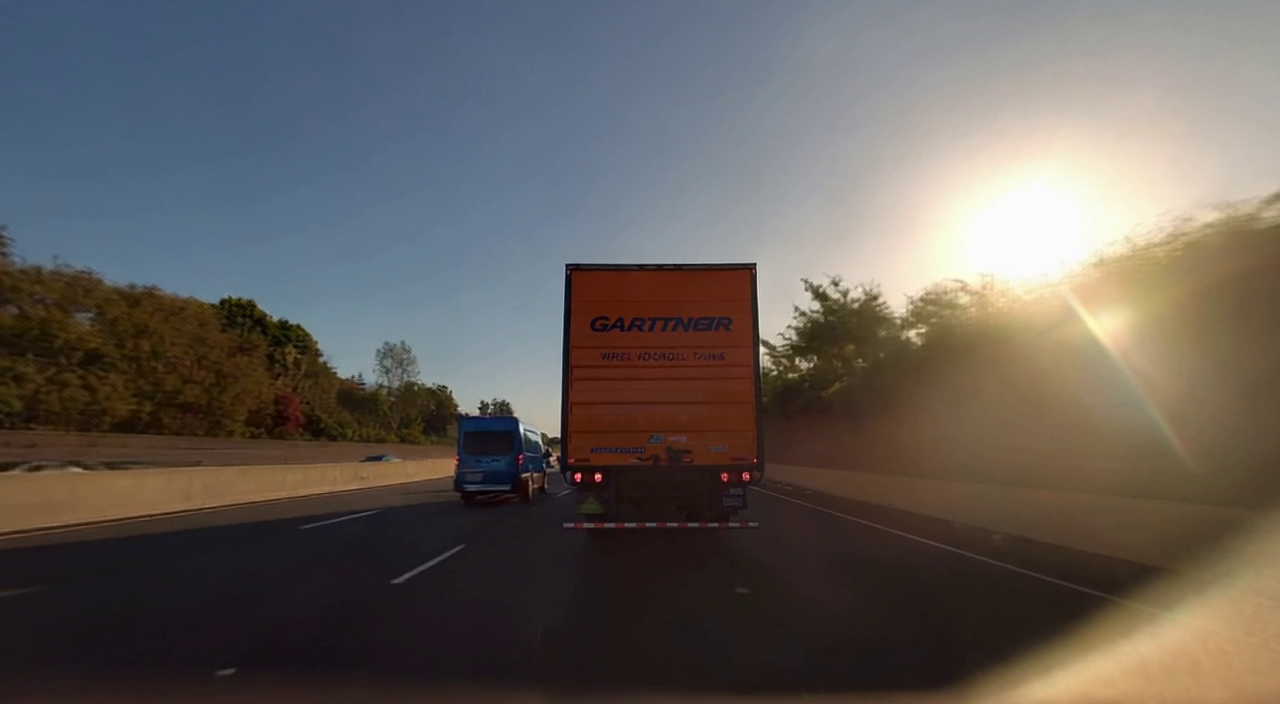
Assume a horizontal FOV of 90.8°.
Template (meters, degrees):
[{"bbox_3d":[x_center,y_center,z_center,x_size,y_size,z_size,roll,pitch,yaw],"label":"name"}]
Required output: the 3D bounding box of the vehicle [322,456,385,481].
[{"bbox_3d":[-19.613,7.964,43.455,1.963,1.545,4.717,0,-9,2],"label":"vehicle"}]

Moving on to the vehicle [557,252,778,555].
[{"bbox_3d":[0.422,1.451,13.681,2.853,4.054,10.557,0,-9,1],"label":"vehicle"}]

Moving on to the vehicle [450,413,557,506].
[{"bbox_3d":[-4.062,3.330,19.810,2.208,2.522,5.187,0,-9,0],"label":"vehicle"}]
